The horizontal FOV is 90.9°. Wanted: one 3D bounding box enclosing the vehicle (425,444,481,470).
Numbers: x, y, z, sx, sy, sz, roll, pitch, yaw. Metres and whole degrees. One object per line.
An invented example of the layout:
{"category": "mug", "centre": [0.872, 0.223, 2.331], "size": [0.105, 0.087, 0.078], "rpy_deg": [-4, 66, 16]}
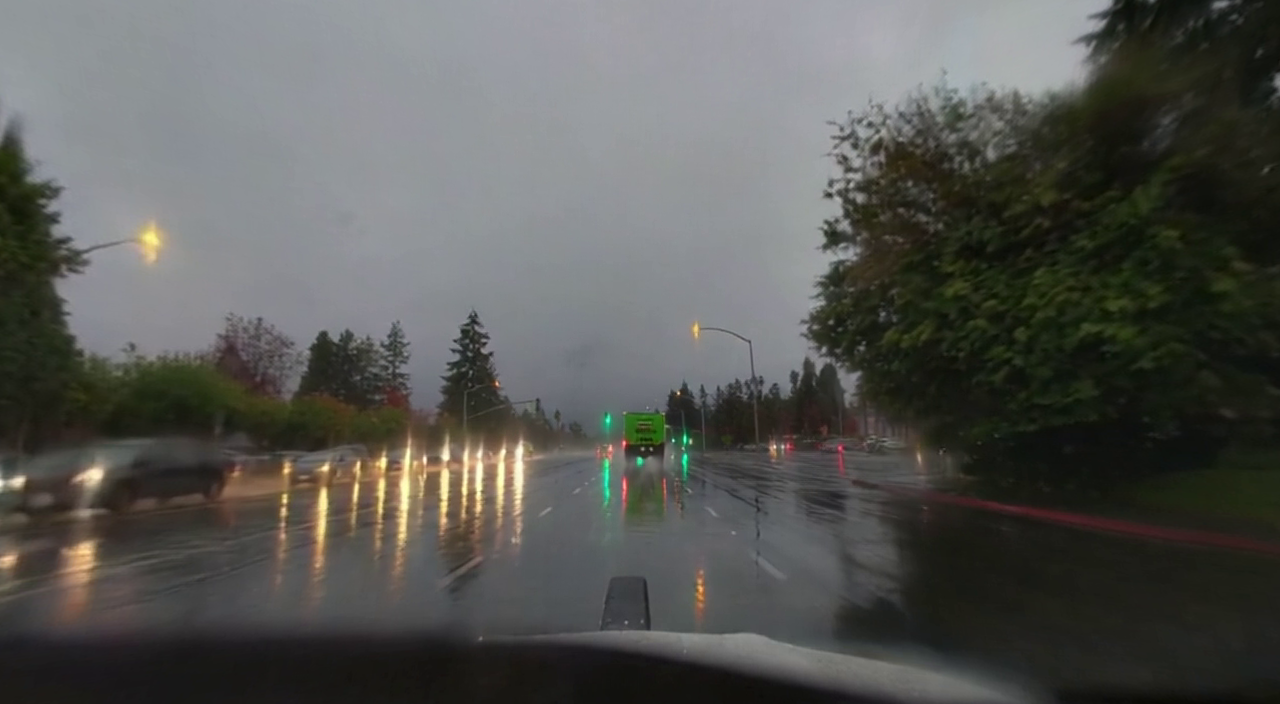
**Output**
{"category": "vehicle", "centre": [-11.433, 6.437, 38.836], "size": [1.884, 1.486, 4.566], "rpy_deg": [0, -8, 2]}

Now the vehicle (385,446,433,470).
{"category": "vehicle", "centre": [-17.942, 8.240, 49.196], "size": [1.899, 1.727, 4.464], "rpy_deg": [0, -8, 3]}

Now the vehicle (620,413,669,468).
{"category": "vehicle", "centre": [0.210, 5.817, 41.292], "size": [2.843, 3.120, 10.422], "rpy_deg": [0, -8, -1]}

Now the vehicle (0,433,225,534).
{"category": "vehicle", "centre": [-12.329, 2.870, 14.545], "size": [2.068, 1.747, 5.040], "rpy_deg": [-4, -6, 2]}

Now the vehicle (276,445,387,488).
{"category": "vehicle", "centre": [-11.740, 4.365, 24.375], "size": [1.935, 1.467, 4.451], "rpy_deg": [0, -8, 2]}
